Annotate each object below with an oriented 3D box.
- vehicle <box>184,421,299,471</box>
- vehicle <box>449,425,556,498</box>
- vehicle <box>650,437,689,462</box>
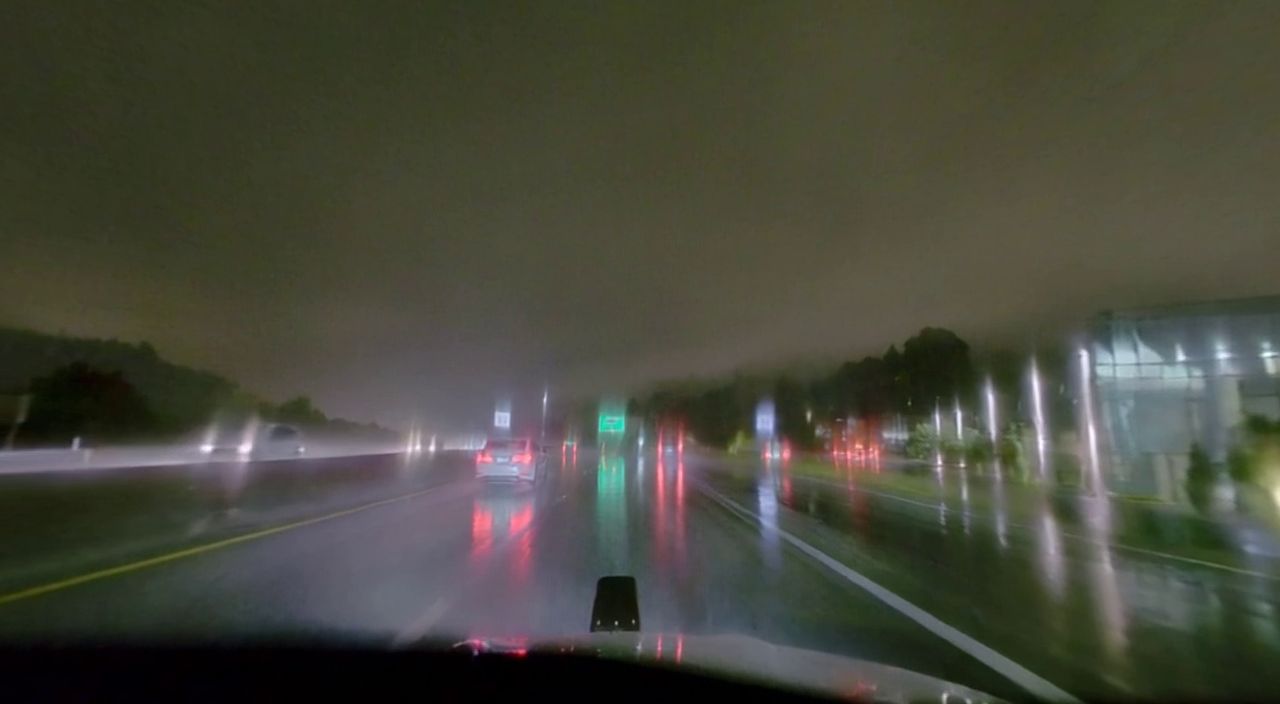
[{"bbox_3d":[-17.403,4.117,27.830,2.115,1.986,4.769,0,-8,-3],"label":"vehicle"},{"bbox_3d":[-3.635,2.966,17.480,2.080,1.733,4.410,0,-8,-1],"label":"vehicle"},{"bbox_3d":[1.993,6.790,43.851,2.078,1.608,3.982,0,-8,-6],"label":"vehicle"}]
